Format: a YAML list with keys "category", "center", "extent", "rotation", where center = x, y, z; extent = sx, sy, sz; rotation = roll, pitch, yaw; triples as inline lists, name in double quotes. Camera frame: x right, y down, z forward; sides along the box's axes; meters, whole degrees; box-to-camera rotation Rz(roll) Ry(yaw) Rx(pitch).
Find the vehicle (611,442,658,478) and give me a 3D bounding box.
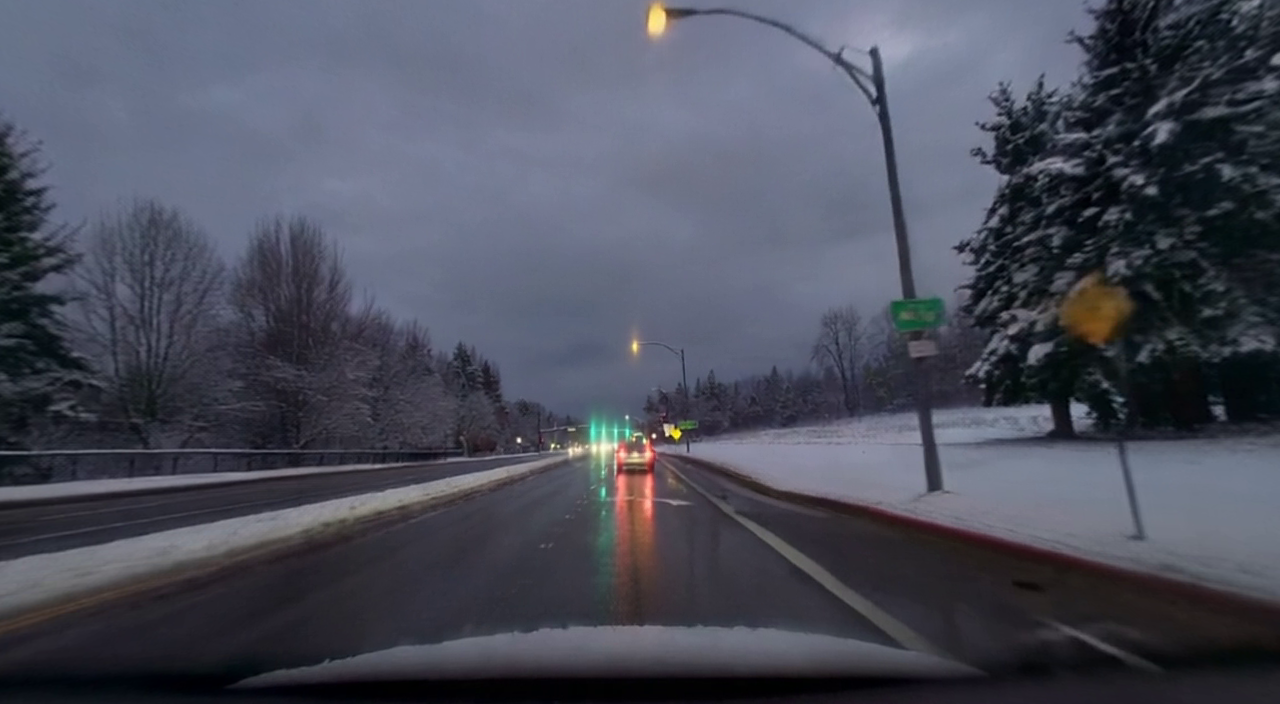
- category: "vehicle"
  center: [-0.258, 4.739, 27.937]
  extent: [1.954, 1.469, 3.465]
  rotation: [0, -8, -1]
